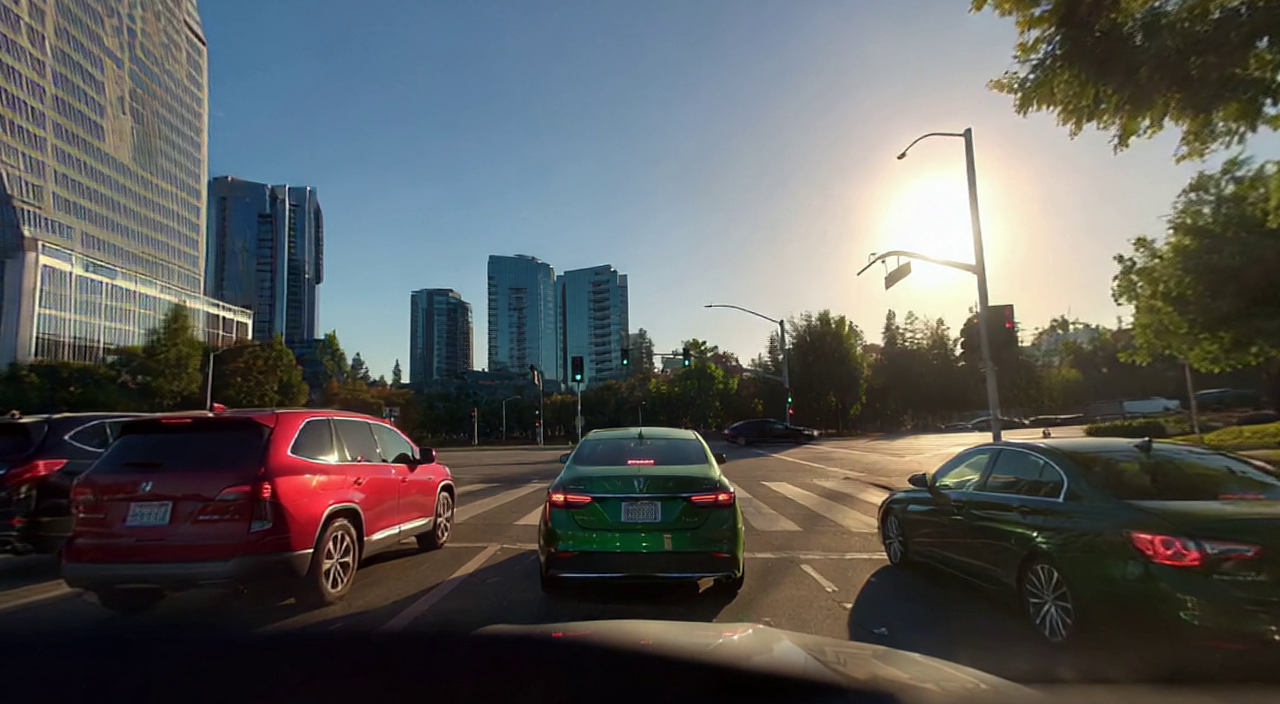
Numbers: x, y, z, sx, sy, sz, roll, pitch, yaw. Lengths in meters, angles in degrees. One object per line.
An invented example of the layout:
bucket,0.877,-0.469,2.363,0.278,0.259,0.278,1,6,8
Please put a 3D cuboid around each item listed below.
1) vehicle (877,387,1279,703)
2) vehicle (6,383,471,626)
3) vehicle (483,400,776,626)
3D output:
vehicle,3.593,1.203,4.606,2.010,1.486,4.498,0,-8,1
vehicle,-3.556,1.429,6.855,2.014,1.755,4.360,0,-8,3
vehicle,-0.052,1.399,6.307,2.047,1.579,3.642,0,-8,1
